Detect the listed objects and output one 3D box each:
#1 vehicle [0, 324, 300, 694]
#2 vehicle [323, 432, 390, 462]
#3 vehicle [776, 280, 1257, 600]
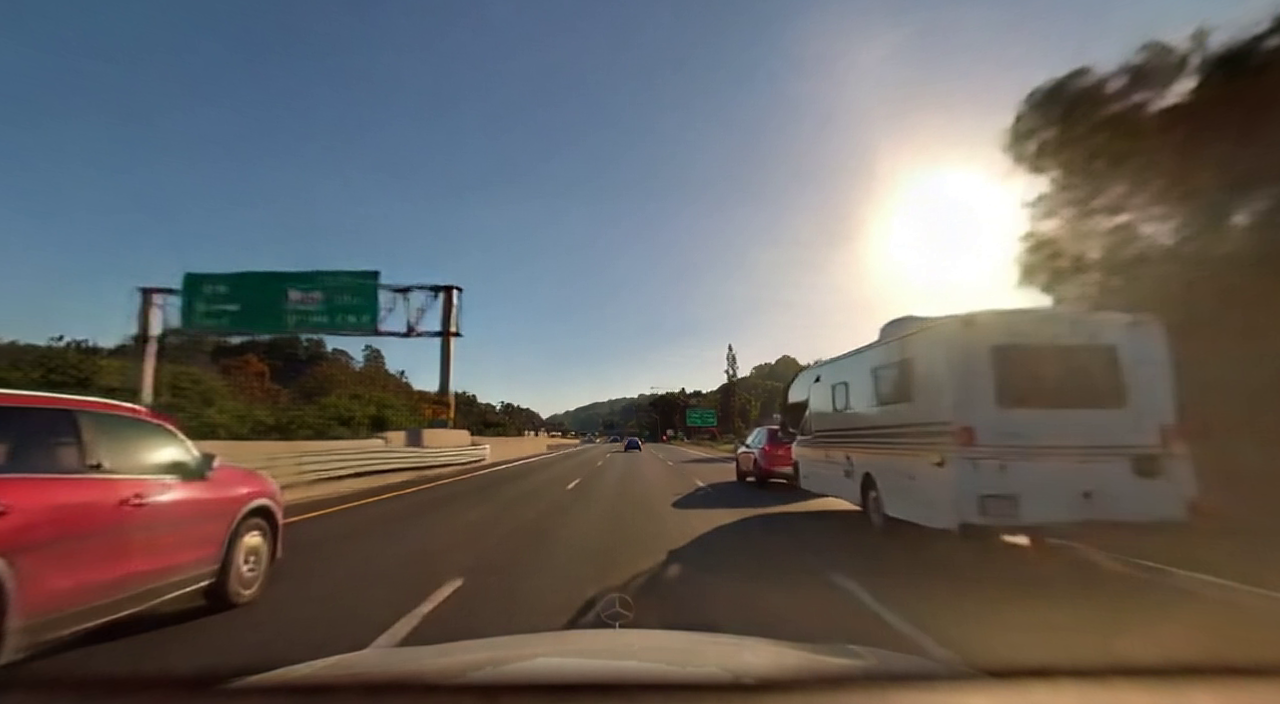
[{"bbox_3d":[-4.067,0.796,3.361,2.061,1.732,4.457,0,-8,-1],"label":"vehicle"},{"bbox_3d":[-16.341,5.481,36.601,1.947,1.633,4.262,0,-8,-1],"label":"vehicle"},{"bbox_3d":[3.746,1.070,8.077,2.590,2.680,5.445,0,-8,-2],"label":"vehicle"}]
